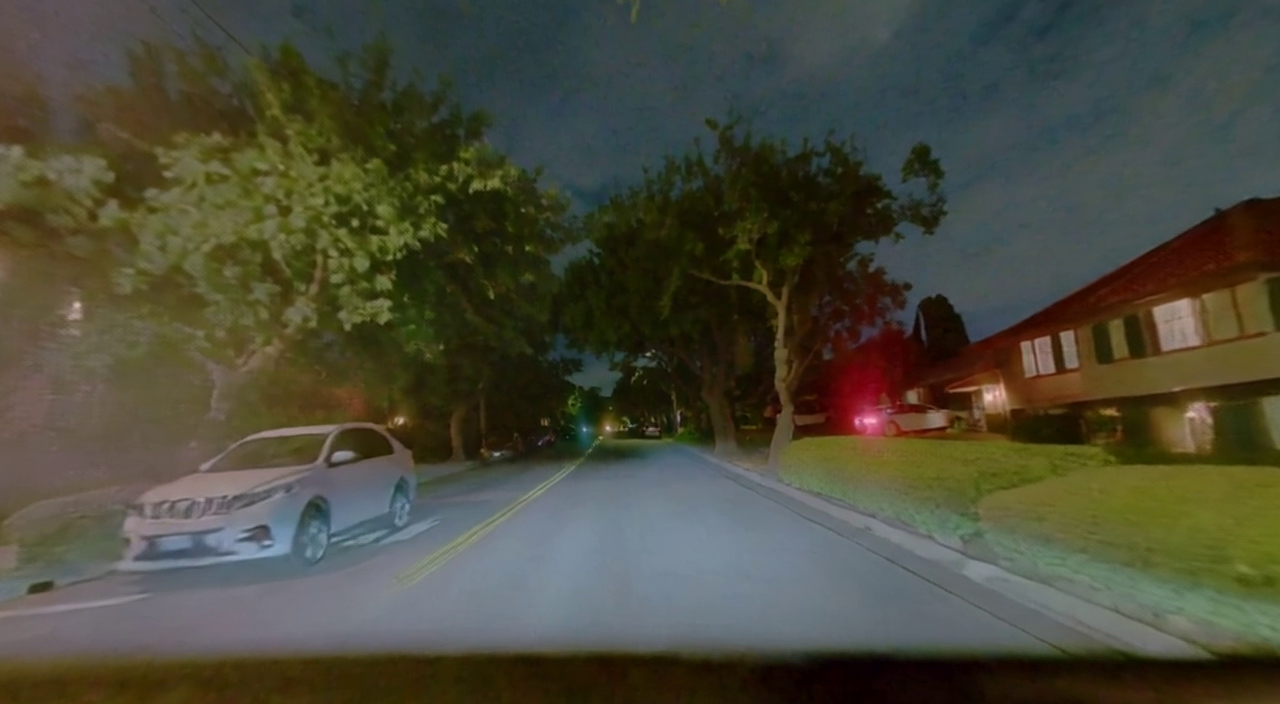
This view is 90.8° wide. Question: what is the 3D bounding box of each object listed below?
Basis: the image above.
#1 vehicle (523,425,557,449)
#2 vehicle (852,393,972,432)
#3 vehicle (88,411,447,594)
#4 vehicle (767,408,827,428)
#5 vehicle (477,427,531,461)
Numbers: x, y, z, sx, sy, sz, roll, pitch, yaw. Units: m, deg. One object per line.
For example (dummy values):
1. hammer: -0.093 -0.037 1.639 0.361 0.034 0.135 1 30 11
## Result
1. vehicle: -7.528 6.423 48.012 2.033 1.721 4.328 -1 -7 -2
2. vehicle: 11.910 2.710 27.944 4.389 1.480 2.038 -3 -7 8
3. vehicle: -4.202 1.699 8.227 1.973 1.683 4.400 -1 -7 0
4. vehicle: 12.160 5.159 49.052 4.370 1.433 1.889 -3 -8 11
5. vehicle: -7.126 4.844 33.624 2.031 1.662 4.194 -1 -7 -1
